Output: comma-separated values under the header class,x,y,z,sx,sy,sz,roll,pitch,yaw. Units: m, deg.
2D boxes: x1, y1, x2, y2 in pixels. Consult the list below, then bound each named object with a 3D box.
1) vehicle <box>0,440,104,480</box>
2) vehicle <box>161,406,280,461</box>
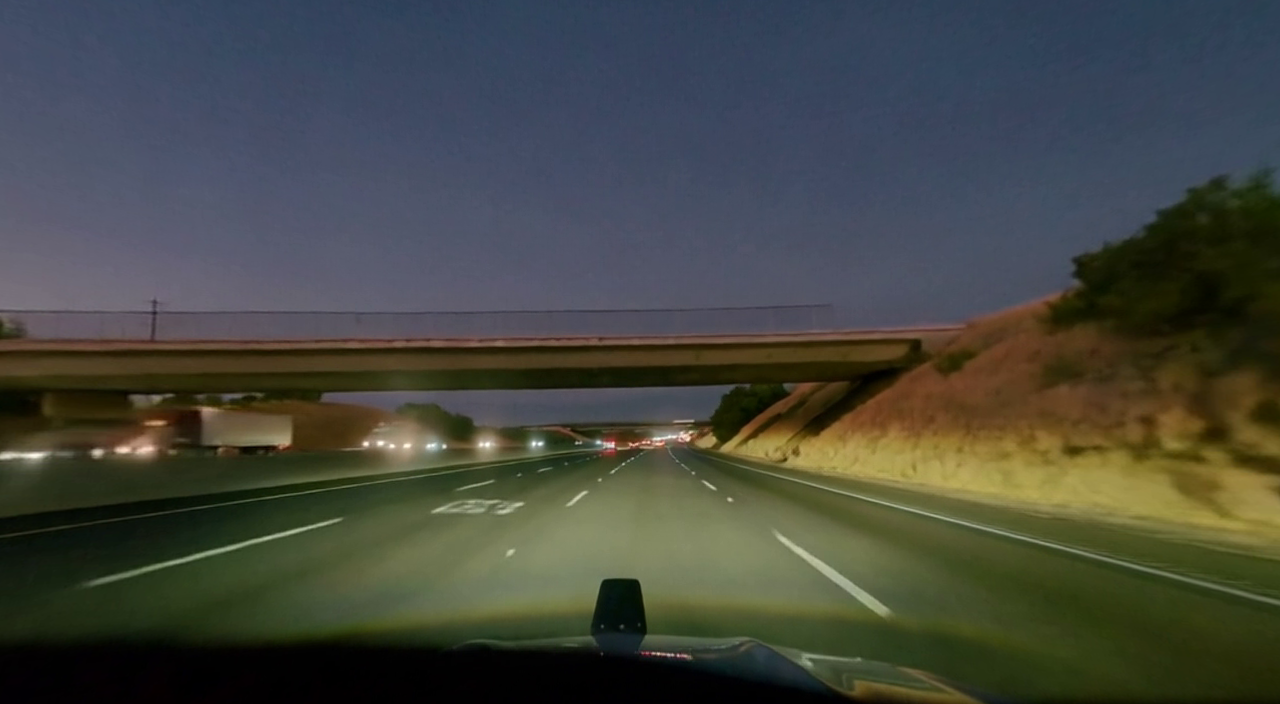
class,x,y,z,sx,sy,sz,roll,pitch,yaw
vehicle,-24.627,4.318,25.467,1.805,1.456,4.597,0,-9,1
vehicle,-31.633,6.311,48.153,2.915,3.769,8.545,0,-9,1
